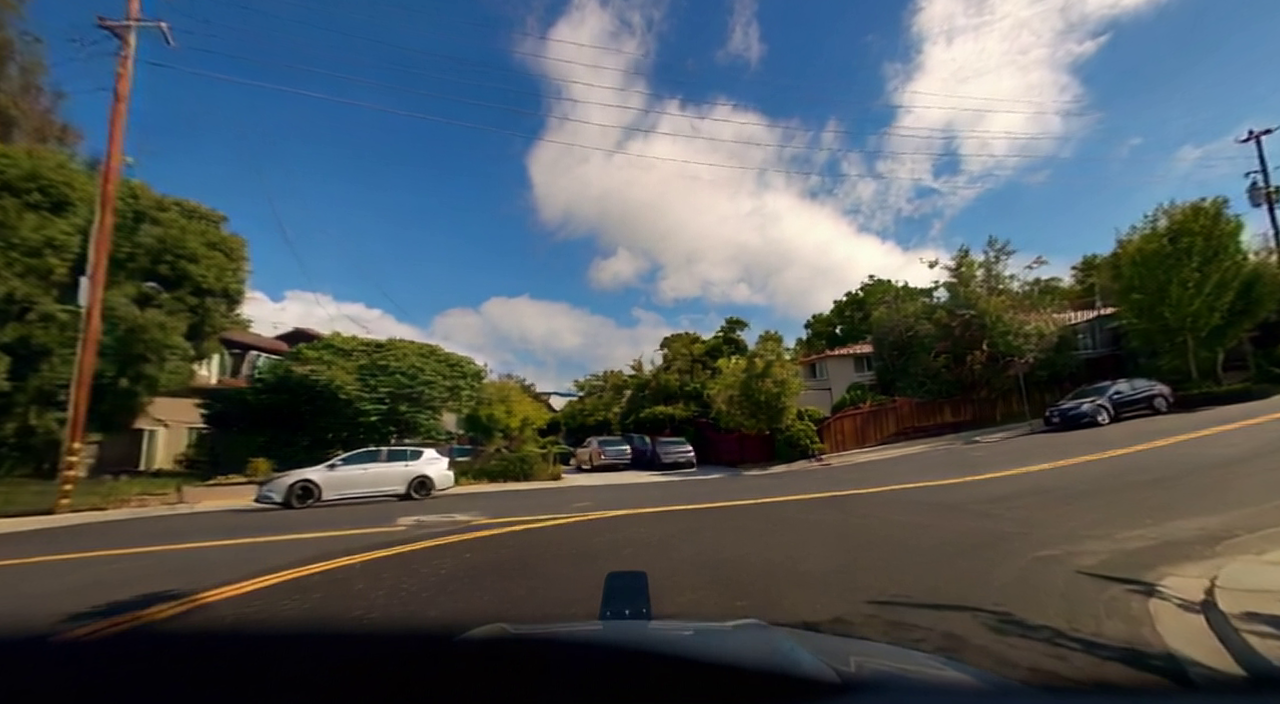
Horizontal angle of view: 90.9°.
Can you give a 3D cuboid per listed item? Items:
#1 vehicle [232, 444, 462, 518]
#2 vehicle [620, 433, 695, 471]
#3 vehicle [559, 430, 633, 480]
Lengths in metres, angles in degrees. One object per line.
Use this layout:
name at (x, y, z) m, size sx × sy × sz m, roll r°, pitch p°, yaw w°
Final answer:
vehicle at (-7.041, 3.087, 15.430) m, size 4.696 × 1.534 × 1.912 m, roll 7°, pitch -12°, yaw -36°
vehicle at (0.756, 5.089, 31.796) m, size 2.216 × 1.728 × 5.118 m, roll 3°, pitch -10°, yaw -17°
vehicle at (-2.330, 5.062, 31.434) m, size 2.413 × 1.838 × 4.977 m, roll 5°, pitch -4°, yaw -18°
